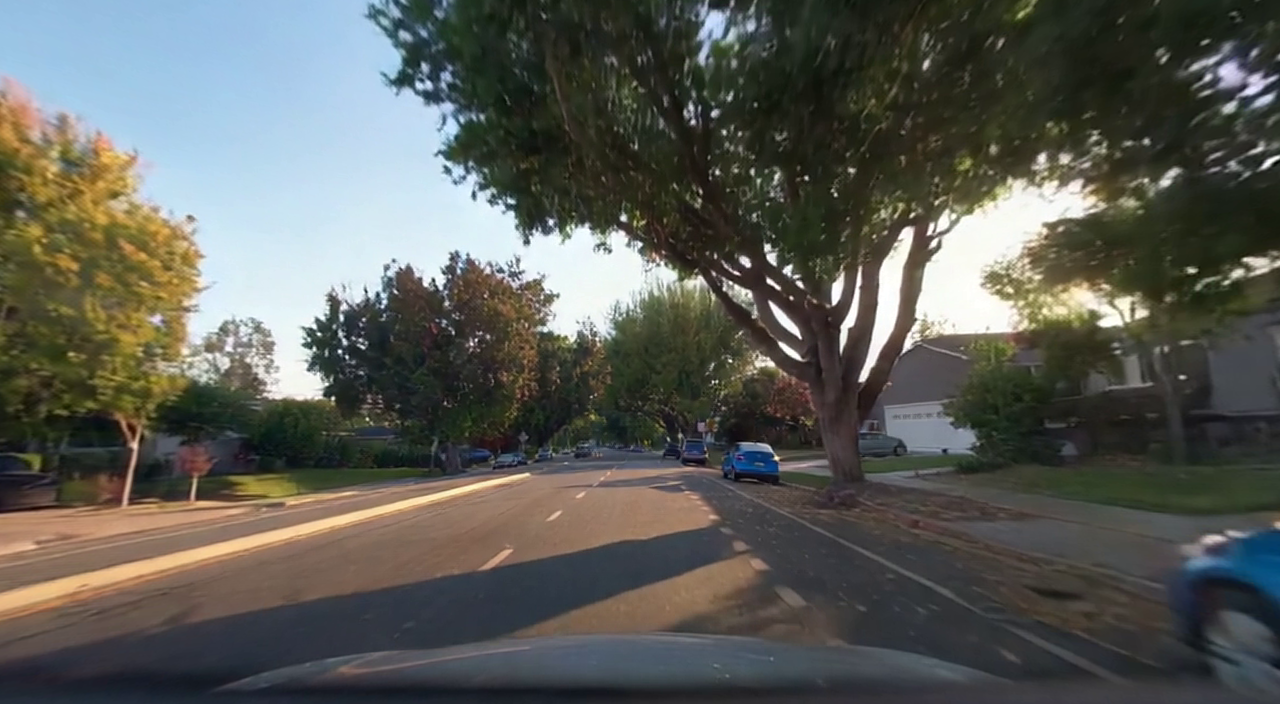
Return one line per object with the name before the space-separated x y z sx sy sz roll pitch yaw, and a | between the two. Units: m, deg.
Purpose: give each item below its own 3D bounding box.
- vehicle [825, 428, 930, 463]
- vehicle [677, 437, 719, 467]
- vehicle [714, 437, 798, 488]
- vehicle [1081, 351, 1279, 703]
vehicle | 12.206 4.847 32.680 4.660 1.749 1.893 0 -8 -2
vehicle | 3.989 7.019 44.613 2.319 1.938 5.961 1 -8 -1
vehicle | 4.137 4.020 23.365 2.173 1.656 4.514 0 -8 -1
vehicle | 4.040 0.750 1.743 2.139 1.827 4.791 0 -8 0
